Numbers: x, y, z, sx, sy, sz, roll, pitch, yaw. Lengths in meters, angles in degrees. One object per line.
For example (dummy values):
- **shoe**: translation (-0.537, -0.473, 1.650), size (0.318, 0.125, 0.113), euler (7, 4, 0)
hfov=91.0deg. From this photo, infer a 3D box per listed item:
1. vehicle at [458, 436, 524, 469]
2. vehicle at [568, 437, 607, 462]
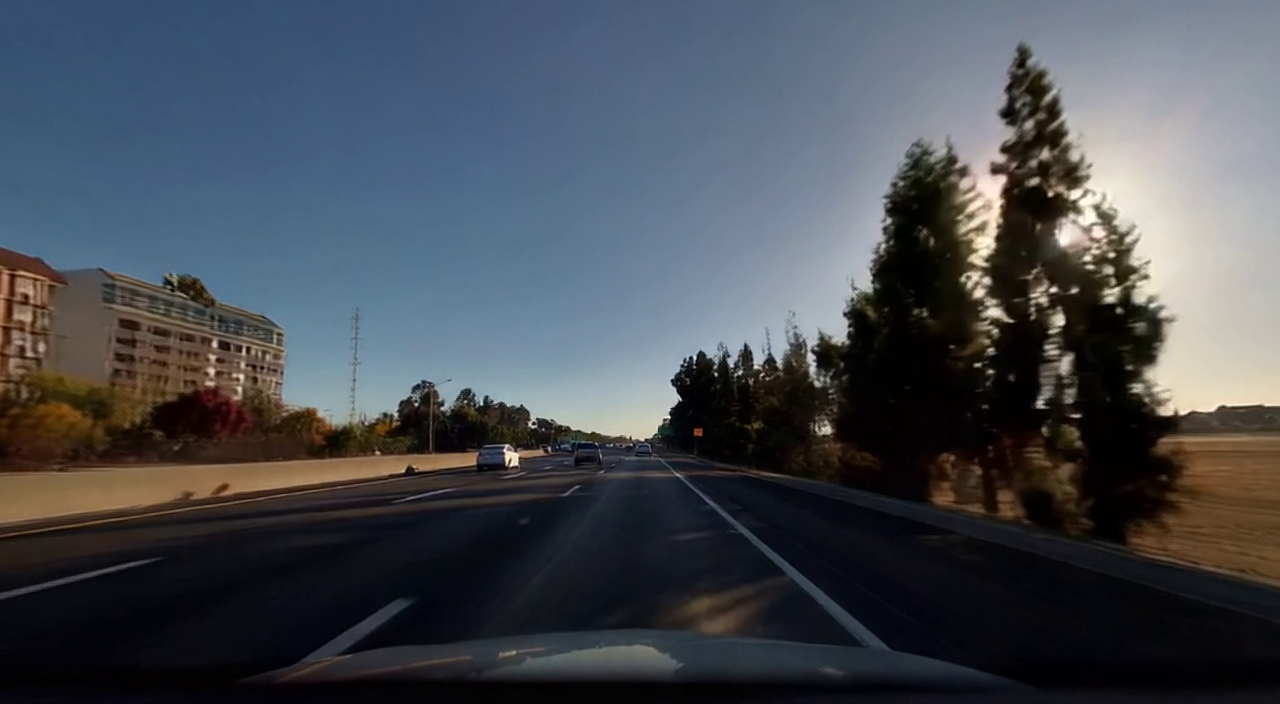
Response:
- **vehicle**: translation (-7.304, 4.986, 31.438), size (2.034, 1.523, 4.627), euler (0, -8, 2)
- **vehicle**: translation (-3.429, 6.508, 42.076), size (2.083, 1.588, 4.801), euler (0, -8, 1)
